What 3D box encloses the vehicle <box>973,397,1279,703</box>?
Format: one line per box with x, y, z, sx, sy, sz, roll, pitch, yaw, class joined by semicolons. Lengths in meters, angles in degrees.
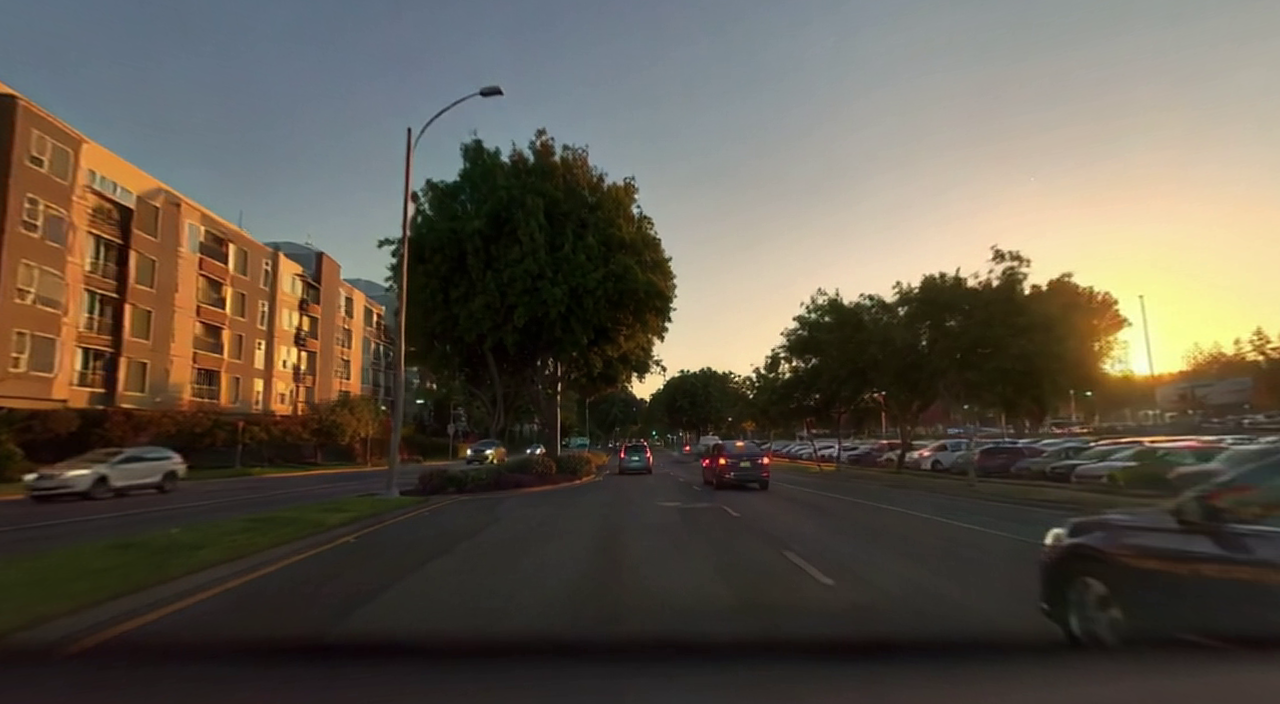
3.531;0.923;2.390;1.953;1.514;4.672;0;-8;0;vehicle

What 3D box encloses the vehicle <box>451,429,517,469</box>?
-8.776;5.543;36.230;2.285;2.106;5.836;0;-8;0;vehicle

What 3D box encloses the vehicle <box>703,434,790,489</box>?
3.437;3.628;21.293;2.041;1.611;4.426;0;-8;-1;vehicle

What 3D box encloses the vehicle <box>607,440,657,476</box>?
-0.390;4.751;28.559;2.095;1.456;3.873;0;-8;-1;vehicle

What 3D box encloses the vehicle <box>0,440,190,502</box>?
-16.159;3.507;19.097;1.920;1.635;4.261;0;-8;0;vehicle
